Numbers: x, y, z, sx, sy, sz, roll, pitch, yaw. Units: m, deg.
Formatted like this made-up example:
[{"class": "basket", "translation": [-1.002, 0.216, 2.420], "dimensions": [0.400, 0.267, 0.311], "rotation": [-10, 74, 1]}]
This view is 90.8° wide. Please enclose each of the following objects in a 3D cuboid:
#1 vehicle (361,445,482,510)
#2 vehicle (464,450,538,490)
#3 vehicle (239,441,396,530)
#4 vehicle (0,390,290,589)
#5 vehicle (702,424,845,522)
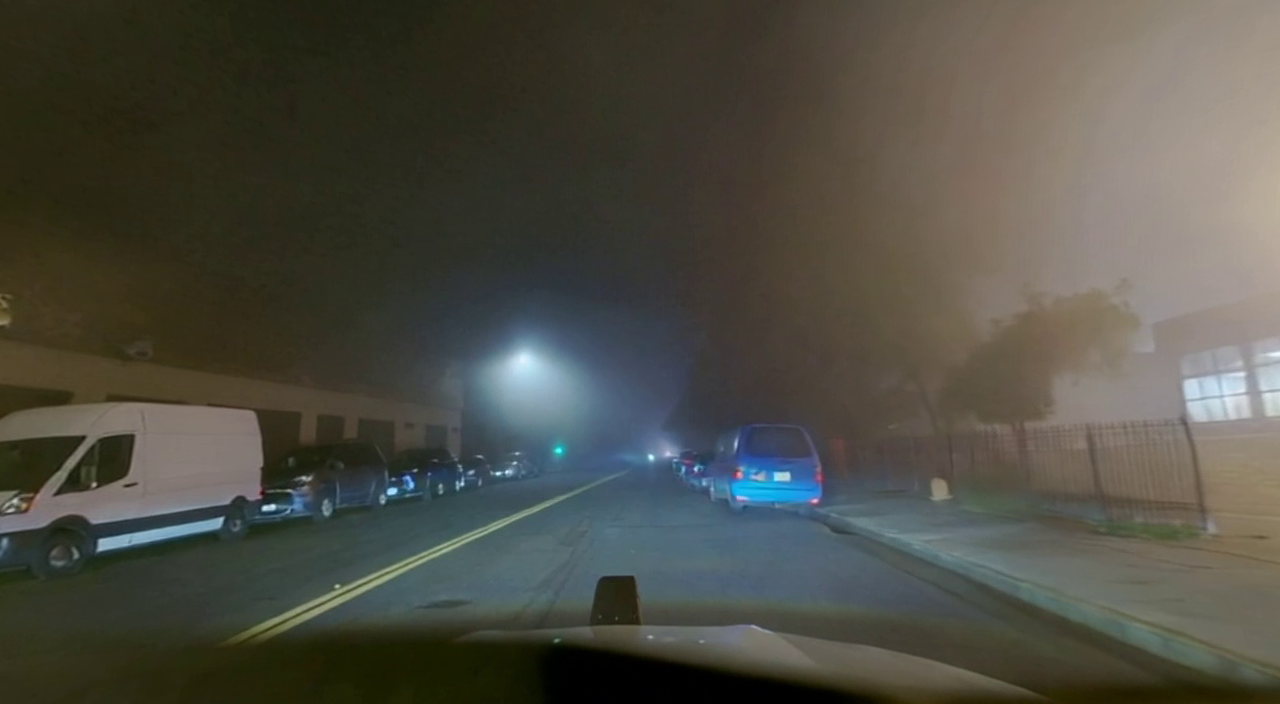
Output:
[{"class": "vehicle", "translation": [-7.652, 4.404, 22.909], "dimensions": [2.304, 1.937, 5.720], "rotation": [-2, -8, 1]}, {"class": "vehicle", "translation": [-7.336, 6.260, 34.063], "dimensions": [2.504, 1.919, 5.658], "rotation": [0, -8, 2]}, {"class": "vehicle", "translation": [-7.992, 3.280, 16.163], "dimensions": [1.857, 1.908, 4.081], "rotation": [-2, -8, 0]}, {"class": "vehicle", "translation": [-8.138, 2.040, 10.046], "dimensions": [2.435, 2.308, 4.937], "rotation": [-4, -8, -1]}, {"class": "vehicle", "translation": [3.057, 2.942, 16.078], "dimensions": [2.327, 2.021, 5.850], "rotation": [0, -8, 0]}]
